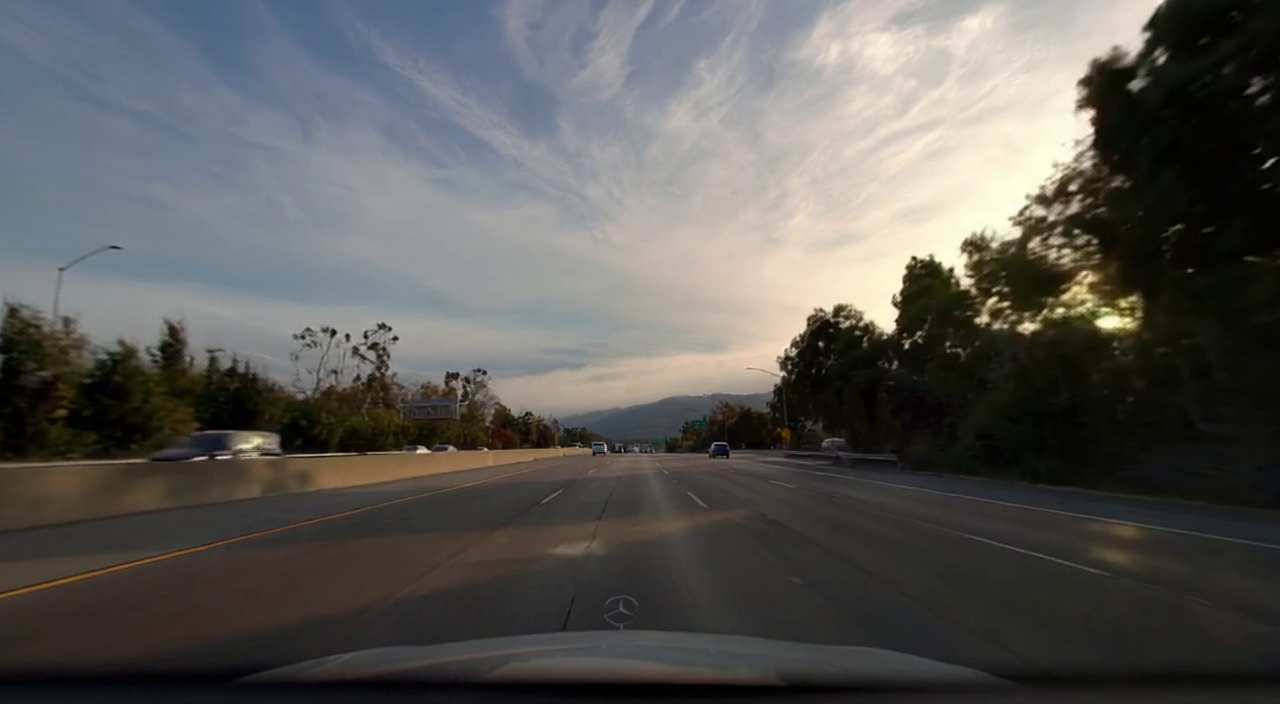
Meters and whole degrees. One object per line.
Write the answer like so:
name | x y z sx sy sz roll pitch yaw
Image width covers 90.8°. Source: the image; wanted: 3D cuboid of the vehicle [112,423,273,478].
vehicle | -14.769 3.303 21.256 2.004 1.621 4.599 0 -9 0

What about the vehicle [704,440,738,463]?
vehicle | 6.252 7.767 49.227 2.081 1.705 3.926 0 -9 -1
